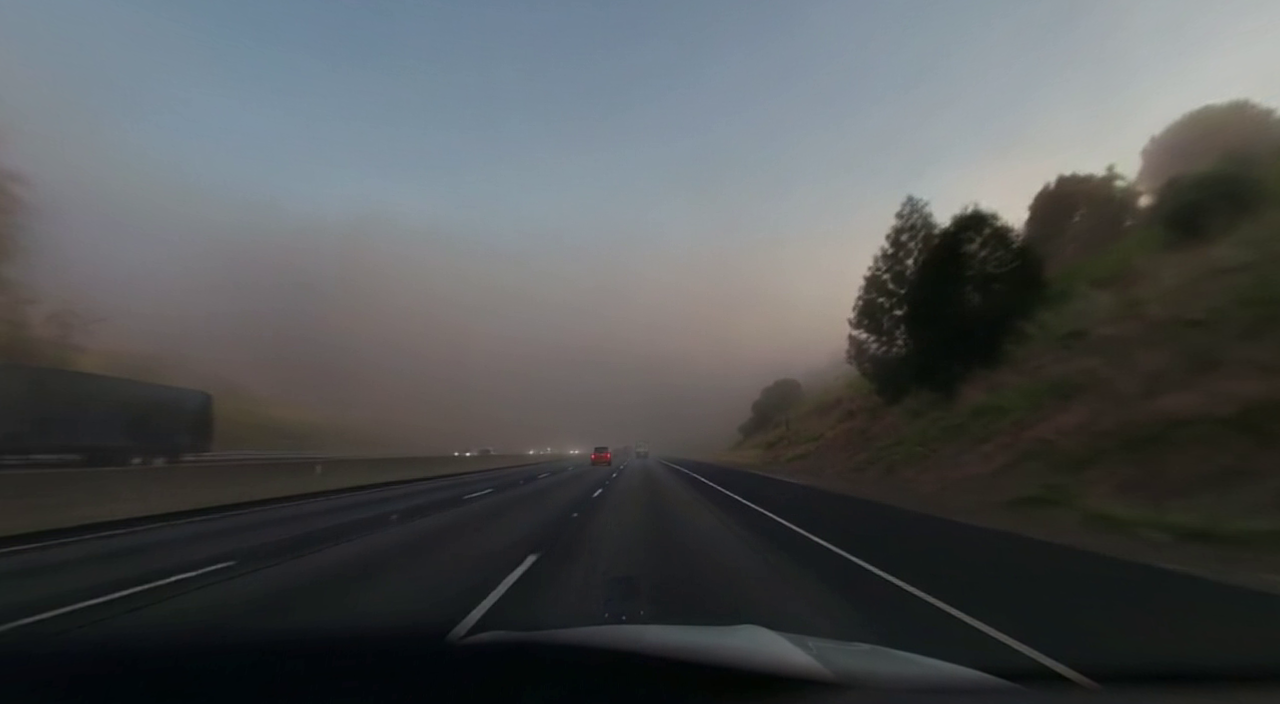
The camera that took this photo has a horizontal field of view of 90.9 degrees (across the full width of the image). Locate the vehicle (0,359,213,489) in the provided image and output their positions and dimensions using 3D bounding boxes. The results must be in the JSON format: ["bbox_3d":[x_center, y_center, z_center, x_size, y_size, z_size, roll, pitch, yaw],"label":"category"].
[{"bbox_3d":[-22.014,2.742,22.925,3.113,4.097,13.916,0,-9,0],"label":"vehicle"}]
